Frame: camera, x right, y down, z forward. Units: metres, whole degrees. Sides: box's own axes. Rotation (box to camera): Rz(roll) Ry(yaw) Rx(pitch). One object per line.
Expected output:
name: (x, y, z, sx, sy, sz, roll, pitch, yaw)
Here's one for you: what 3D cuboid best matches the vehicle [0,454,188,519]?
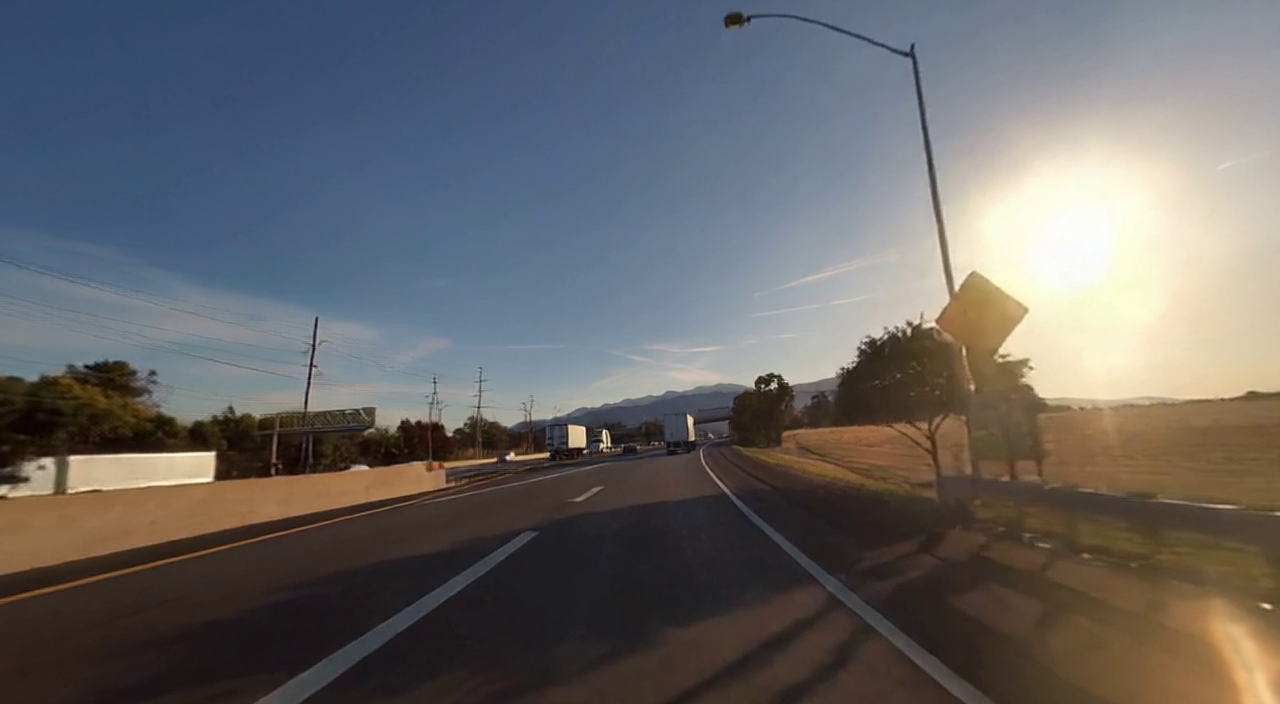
vehicle: (-35.619, 8.534, 41.325, 2.909, 3.528, 10.201, -1, -9, 10)
